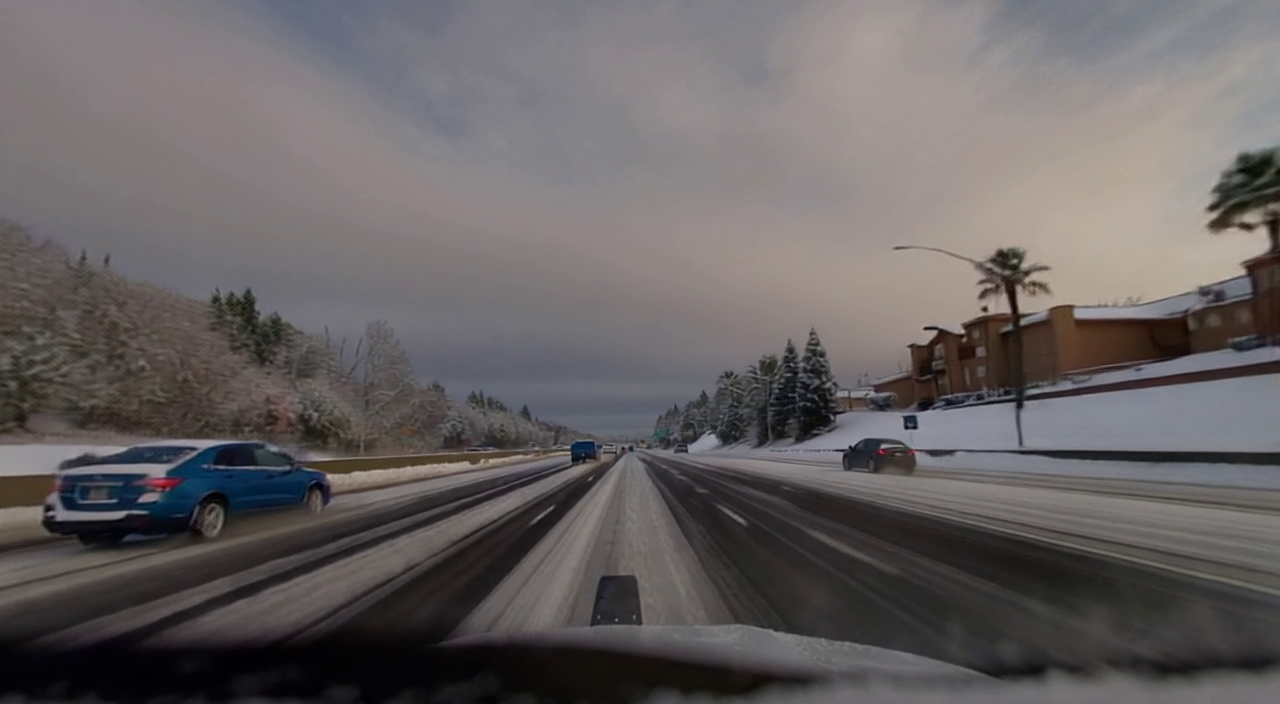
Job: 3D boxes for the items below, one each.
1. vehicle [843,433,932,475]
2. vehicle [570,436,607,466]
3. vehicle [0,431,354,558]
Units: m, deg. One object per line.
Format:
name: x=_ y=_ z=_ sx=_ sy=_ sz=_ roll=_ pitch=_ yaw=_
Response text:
vehicle: x=11.461 y=4.770 z=29.645 sx=2.168 sy=1.792 sz=4.457 roll=0 pitch=-9 yaw=-2
vehicle: x=-3.655 y=7.152 z=45.653 sx=2.225 sy=1.967 sz=4.673 roll=0 pitch=-9 yaw=1
vehicle: x=-6.727 y=2.078 z=10.017 sx=2.018 sy=1.480 sz=4.999 roll=0 pitch=-9 yaw=0
